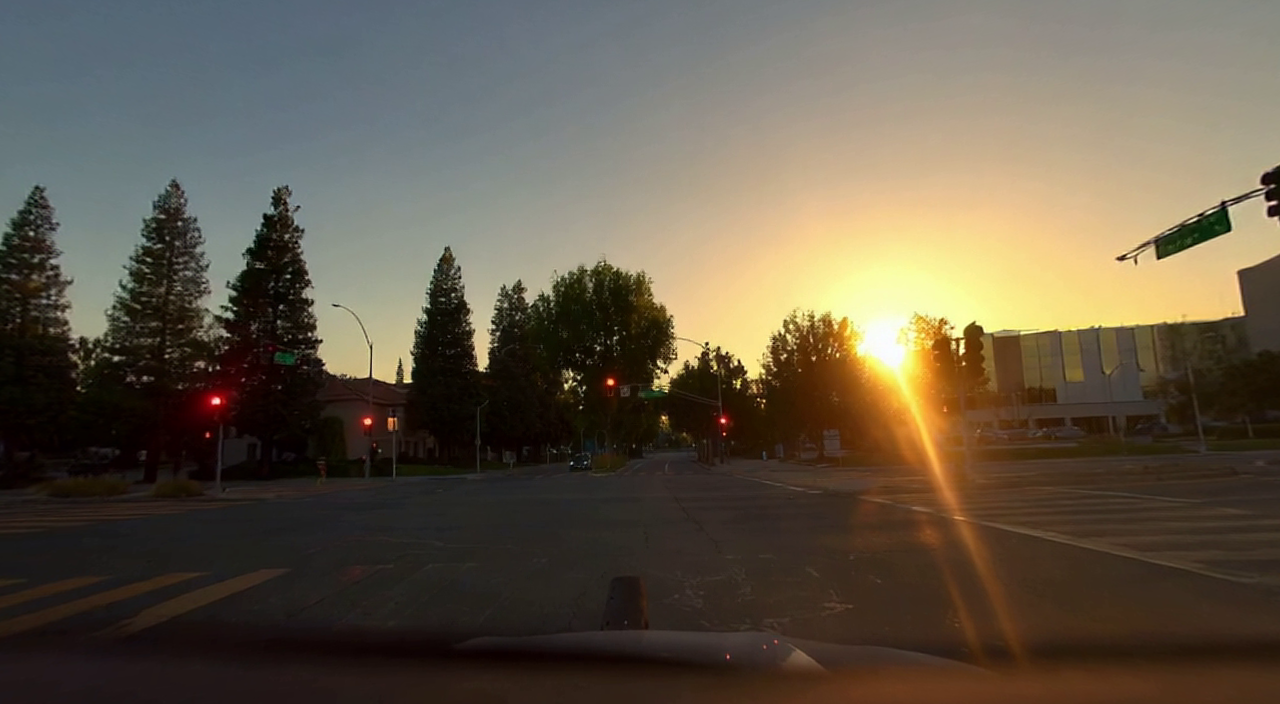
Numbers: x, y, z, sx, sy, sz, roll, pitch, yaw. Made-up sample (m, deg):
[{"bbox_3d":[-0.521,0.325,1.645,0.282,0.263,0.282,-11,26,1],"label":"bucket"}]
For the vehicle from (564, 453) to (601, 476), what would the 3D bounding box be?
[{"bbox_3d":[-4.499,8.850,49.851,2.030,1.704,4.205,-1,-8,7],"label":"vehicle"}]
